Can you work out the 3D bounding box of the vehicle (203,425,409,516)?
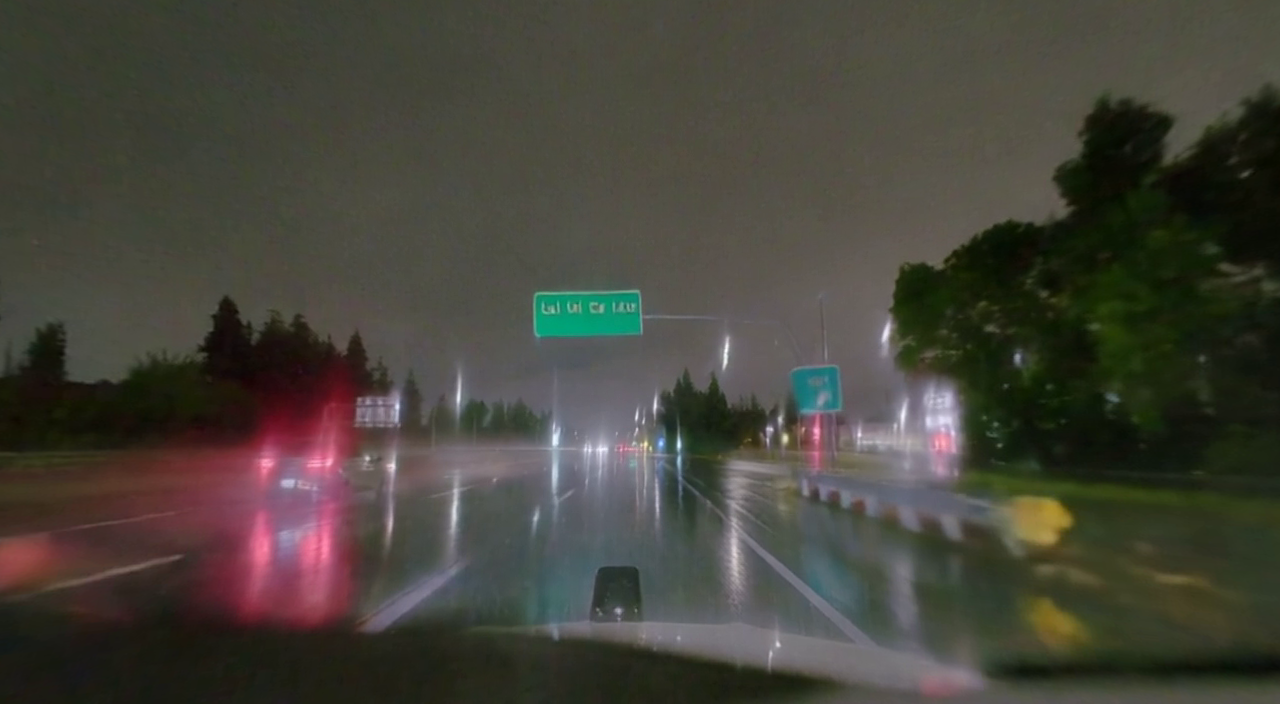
[{"bbox_3d":[-7.572,2.729,15.064,2.231,1.807,4.758,0,-8,1],"label":"vehicle"}]
